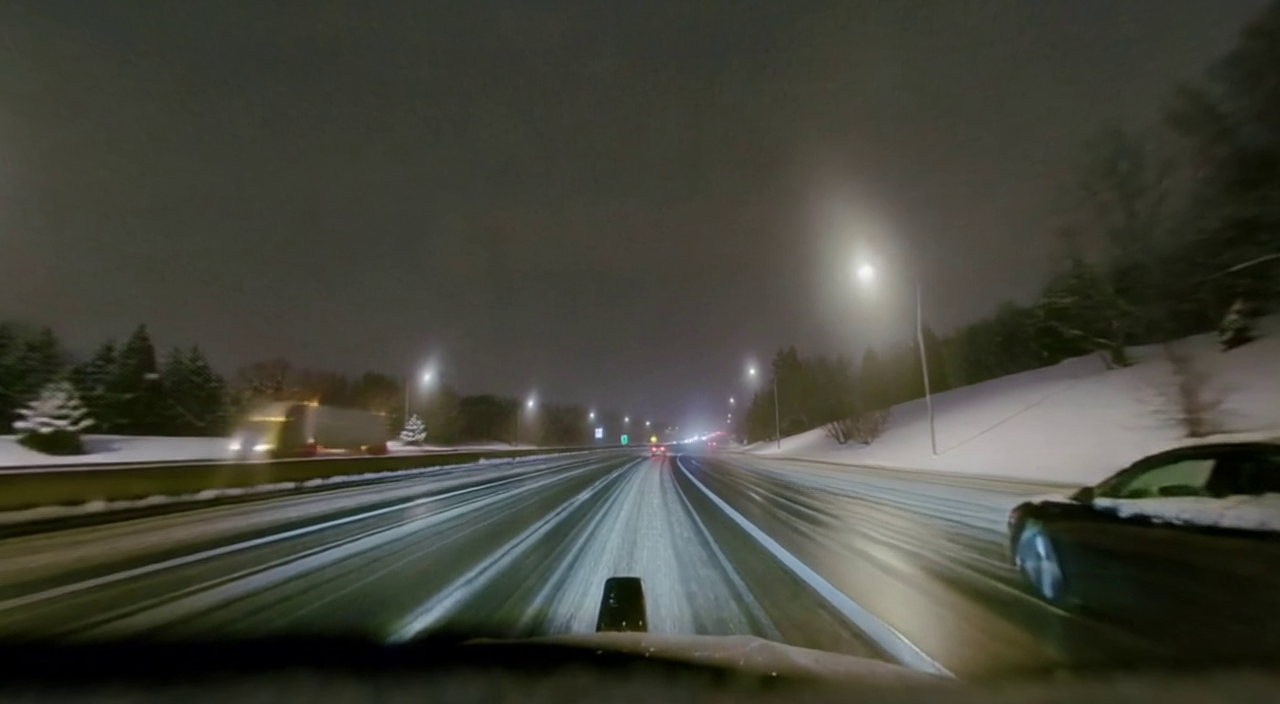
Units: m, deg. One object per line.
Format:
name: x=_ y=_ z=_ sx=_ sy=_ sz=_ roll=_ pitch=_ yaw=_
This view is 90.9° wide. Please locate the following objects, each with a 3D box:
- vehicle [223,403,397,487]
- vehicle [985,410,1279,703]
vehicle: x=-13.756 y=4.082 z=27.413 sx=2.843 sy=2.970 sz=8.404 roll=-3 pitch=-9 yaw=2
vehicle: x=3.777 y=0.996 z=2.680 sx=1.999 sy=1.492 sz=4.673 roll=0 pitch=-8 yaw=1
